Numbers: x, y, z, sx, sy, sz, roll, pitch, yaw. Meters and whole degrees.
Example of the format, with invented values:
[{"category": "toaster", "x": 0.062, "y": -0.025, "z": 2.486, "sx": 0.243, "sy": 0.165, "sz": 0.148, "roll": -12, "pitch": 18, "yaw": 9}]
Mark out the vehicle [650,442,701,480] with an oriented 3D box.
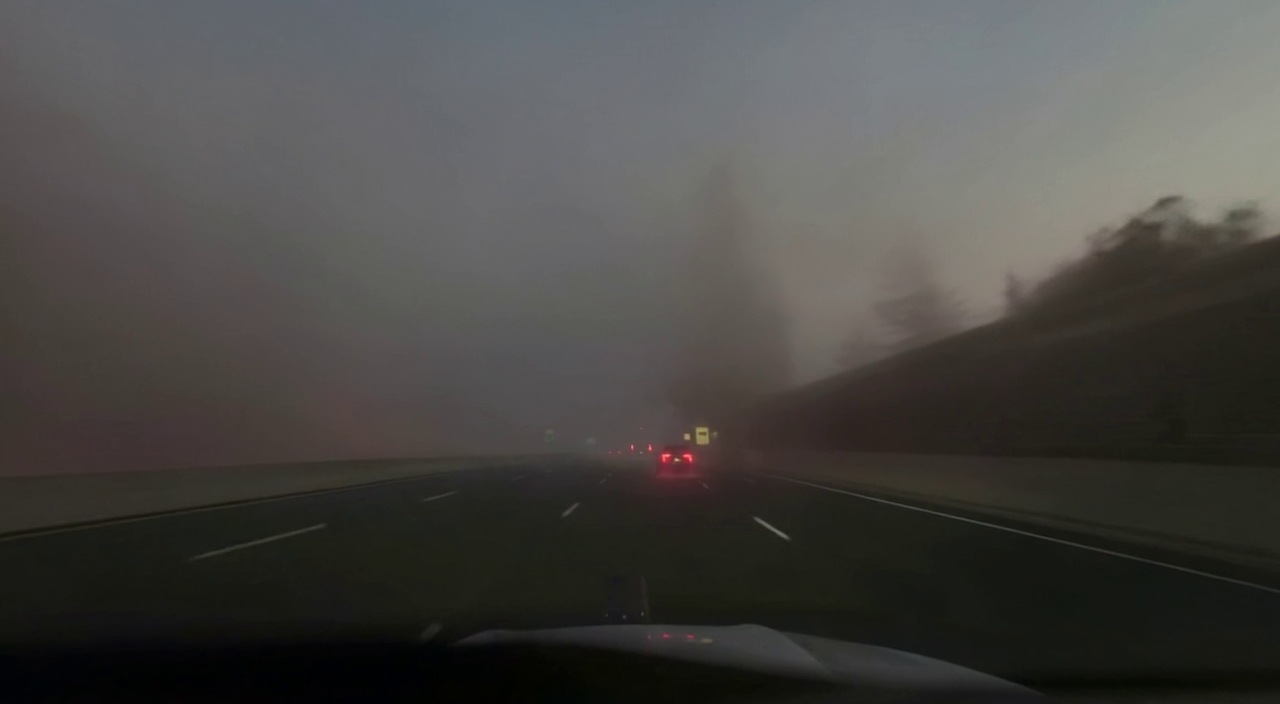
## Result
[{"category": "vehicle", "x": 1.512, "y": 4.894, "z": 28.494, "sx": 1.973, "sy": 1.536, "sz": 4.337, "roll": 0, "pitch": -9, "yaw": -1}]
